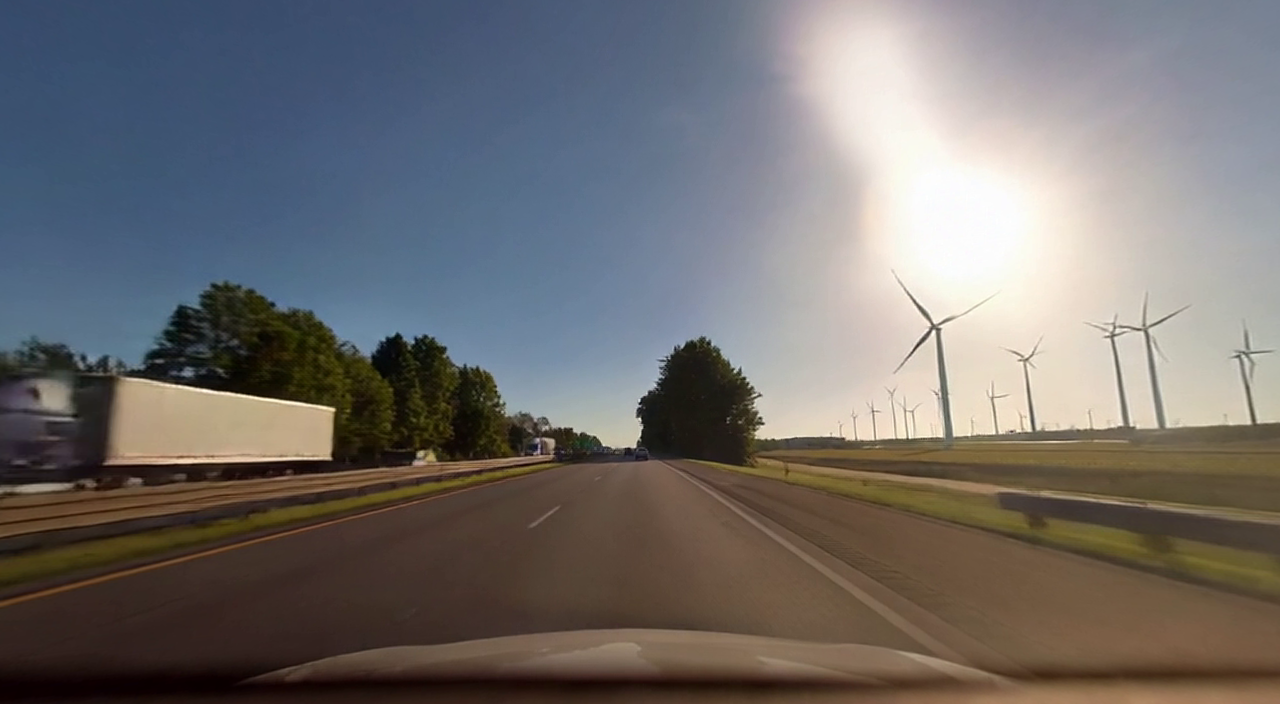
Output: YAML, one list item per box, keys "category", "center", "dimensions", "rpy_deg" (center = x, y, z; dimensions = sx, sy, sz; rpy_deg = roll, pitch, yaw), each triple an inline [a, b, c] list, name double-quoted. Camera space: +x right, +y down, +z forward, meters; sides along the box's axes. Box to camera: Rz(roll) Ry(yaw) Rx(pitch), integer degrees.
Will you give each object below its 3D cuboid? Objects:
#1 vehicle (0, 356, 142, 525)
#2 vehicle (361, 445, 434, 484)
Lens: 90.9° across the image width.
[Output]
- category: "vehicle"
  center: [-16.524, 2.234, 15.720]
  dimensions: [3.031, 3.931, 6.017]
  rpy_deg: [0, -9, 0]
- category: "vehicle"
  center: [-12.117, 5.660, 31.820]
  dimensions: [1.925, 1.809, 4.234]
  rpy_deg: [0, -9, 0]
